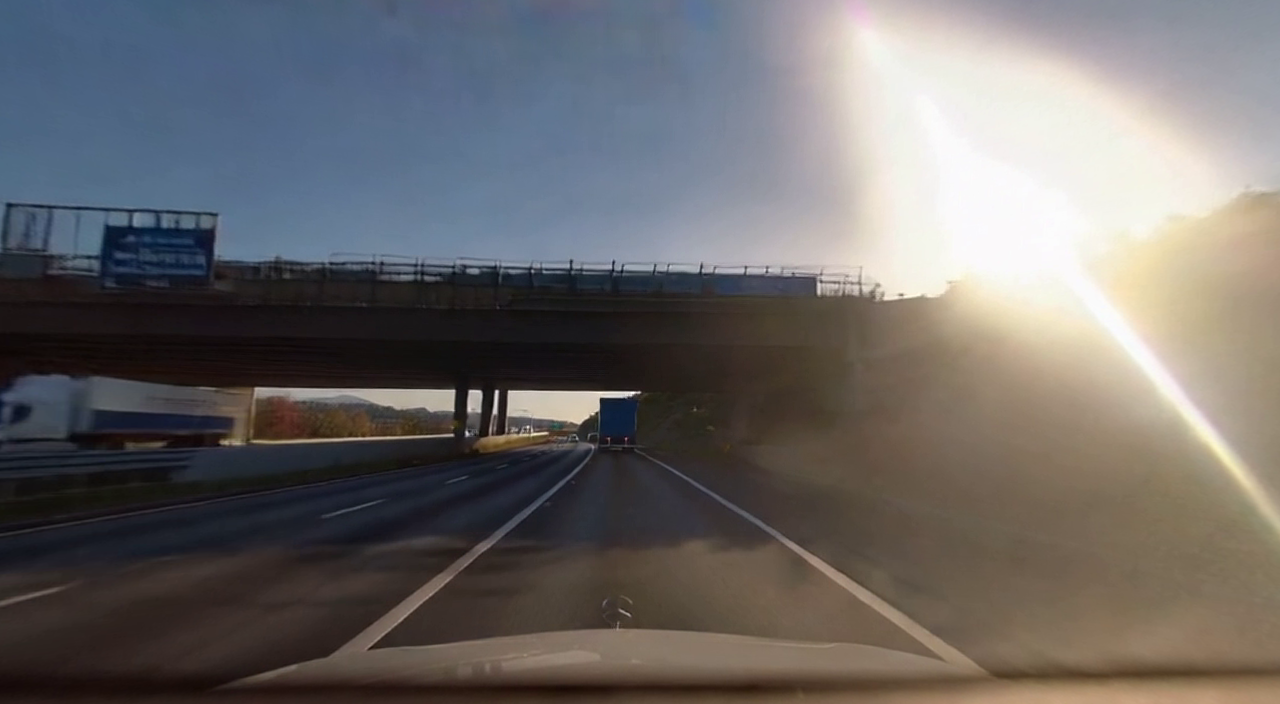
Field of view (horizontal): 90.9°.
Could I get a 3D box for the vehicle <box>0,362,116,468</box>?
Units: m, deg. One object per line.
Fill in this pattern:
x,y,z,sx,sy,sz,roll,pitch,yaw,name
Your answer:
-25.405,2.676,25.622,2.968,3.914,6.085,0,-9,-3,vehicle
